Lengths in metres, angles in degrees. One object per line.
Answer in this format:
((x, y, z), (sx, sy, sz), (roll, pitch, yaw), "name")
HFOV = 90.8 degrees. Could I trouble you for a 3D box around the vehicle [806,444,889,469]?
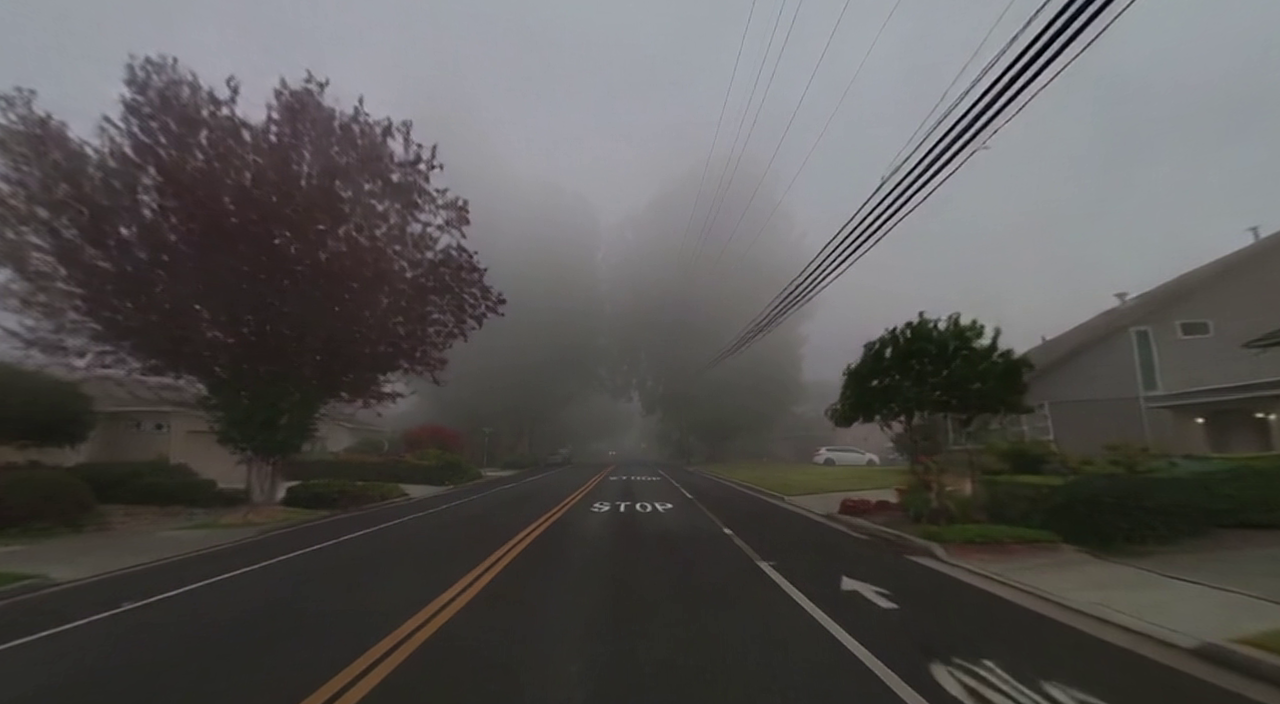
((13.561, 6.834, 41.382), (4.624, 1.420, 2.045), (-1, -9, -6), "vehicle")
